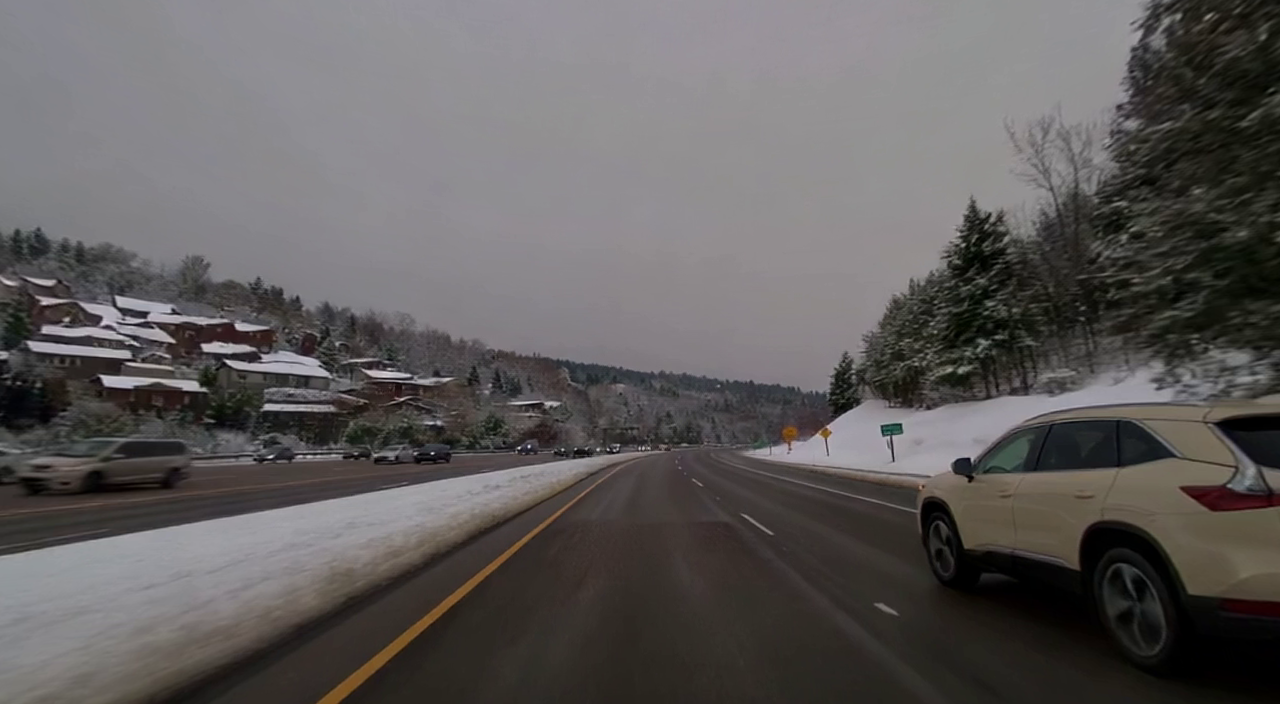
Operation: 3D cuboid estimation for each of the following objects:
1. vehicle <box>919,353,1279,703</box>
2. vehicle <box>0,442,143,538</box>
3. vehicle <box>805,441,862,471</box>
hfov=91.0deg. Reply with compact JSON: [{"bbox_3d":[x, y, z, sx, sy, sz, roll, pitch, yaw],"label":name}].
[{"bbox_3d":[4.099,1.085,4.140,2.318,1.766,4.587,0,-9,-1],"label":"vehicle"},{"bbox_3d":[-12.332,2.548,11.923,2.090,1.673,4.553,0,-8,0],"label":"vehicle"},{"bbox_3d":[11.690,6.307,38.323,2.043,1.714,4.453,0,-8,0],"label":"vehicle"}]
